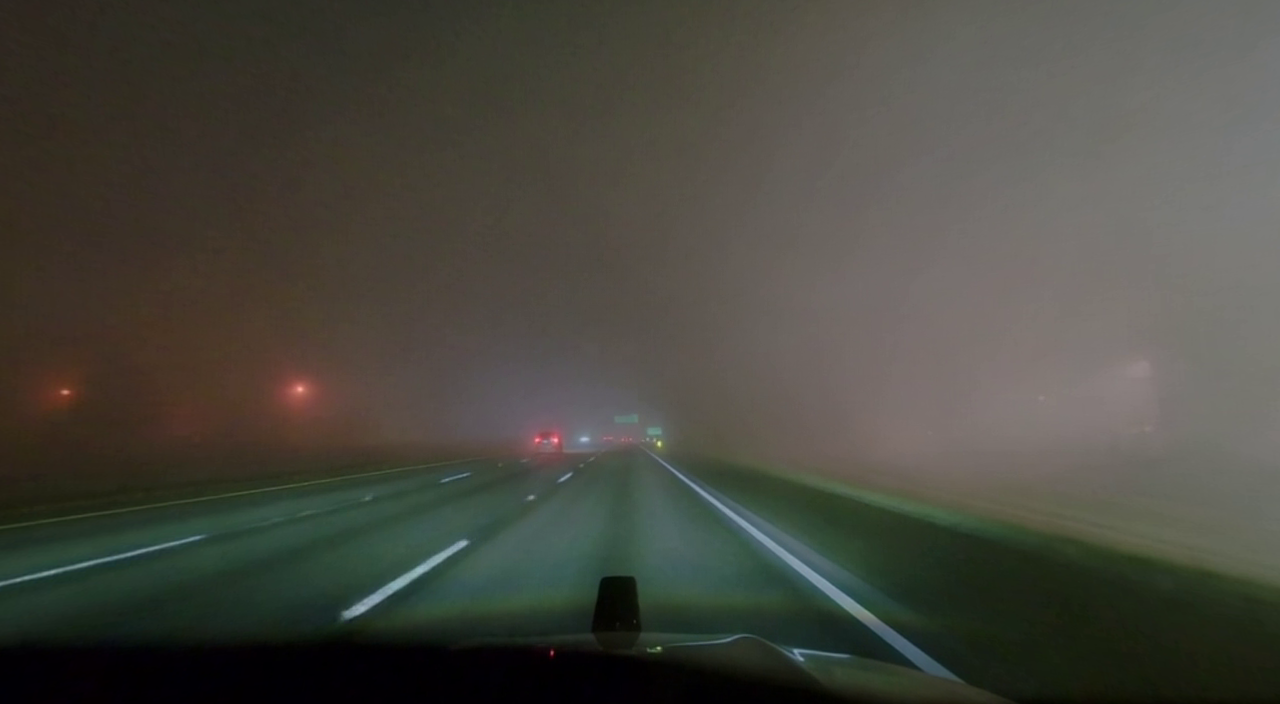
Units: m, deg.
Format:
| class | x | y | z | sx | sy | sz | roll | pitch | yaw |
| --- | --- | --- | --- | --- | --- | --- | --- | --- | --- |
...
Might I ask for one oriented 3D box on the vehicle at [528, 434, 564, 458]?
| class | x | y | z | sx | sy | sz | roll | pitch | yaw |
| --- | --- | --- | --- | --- | --- | --- | --- | --- | --- |
| vehicle | -7.095 | 7.128 | 47.853 | 2.111 | 1.662 | 4.630 | 0 | -8 | -1 |
